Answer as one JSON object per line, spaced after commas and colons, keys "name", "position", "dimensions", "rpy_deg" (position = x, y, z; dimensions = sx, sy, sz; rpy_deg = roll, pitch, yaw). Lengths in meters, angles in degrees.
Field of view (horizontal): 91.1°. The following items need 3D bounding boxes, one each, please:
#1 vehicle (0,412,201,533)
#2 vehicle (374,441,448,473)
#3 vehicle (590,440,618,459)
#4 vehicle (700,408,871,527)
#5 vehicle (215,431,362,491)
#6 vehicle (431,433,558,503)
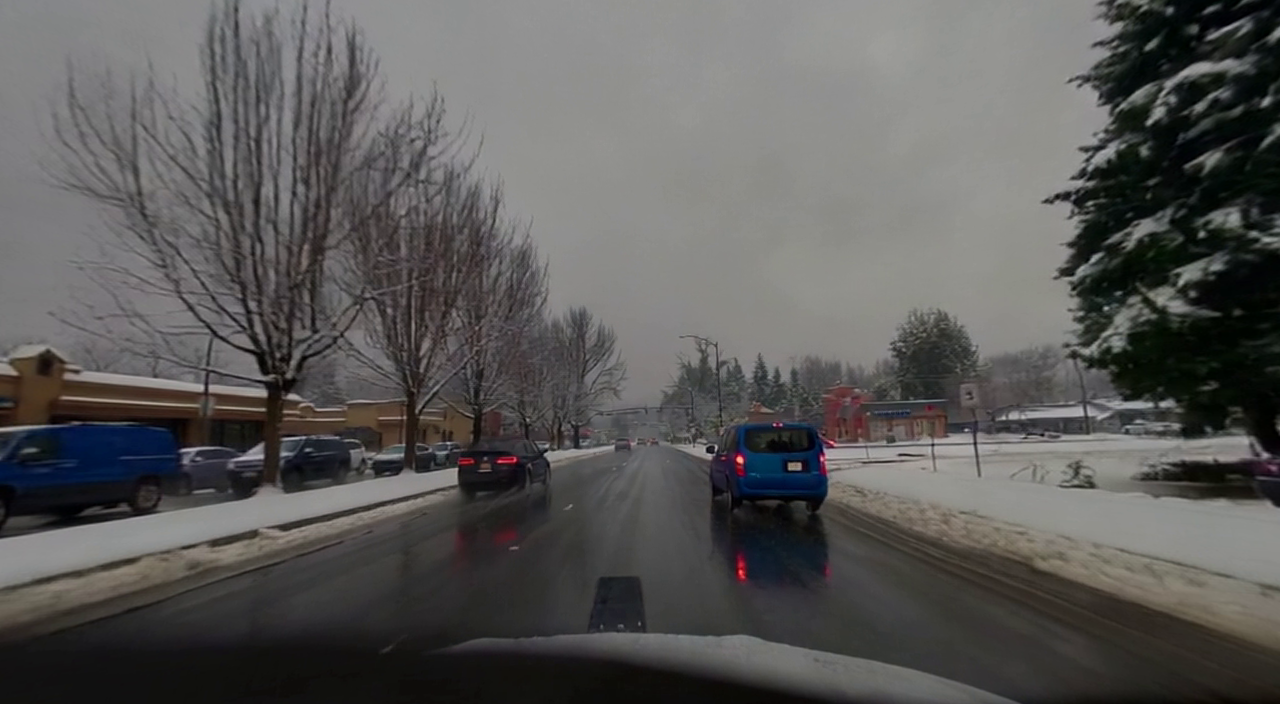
{"name": "vehicle", "position": [-11.918, 2.311, 12.463], "dimensions": [2.359, 2.018, 5.504], "rpy_deg": [0, -8, 1]}
{"name": "vehicle", "position": [-11.303, 5.214, 31.357], "dimensions": [1.959, 1.488, 4.390], "rpy_deg": [-1, -8, 2]}
{"name": "vehicle", "position": [-2.761, 7.607, 48.950], "dimensions": [1.840, 1.442, 4.050], "rpy_deg": [0, -8, 1]}
{"name": "vehicle", "position": [2.405, 2.087, 11.790], "dimensions": [2.293, 1.779, 4.457], "rpy_deg": [-1, -8, 2]}
{"name": "vehicle", "position": [-11.801, 3.685, 21.605], "dimensions": [2.117, 1.787, 4.917], "rpy_deg": [0, -8, 1]}
{"name": "vehicle", "position": [-3.412, 2.822, 15.669], "dimensions": [1.966, 1.481, 4.385], "rpy_deg": [-1, -8, 2]}
